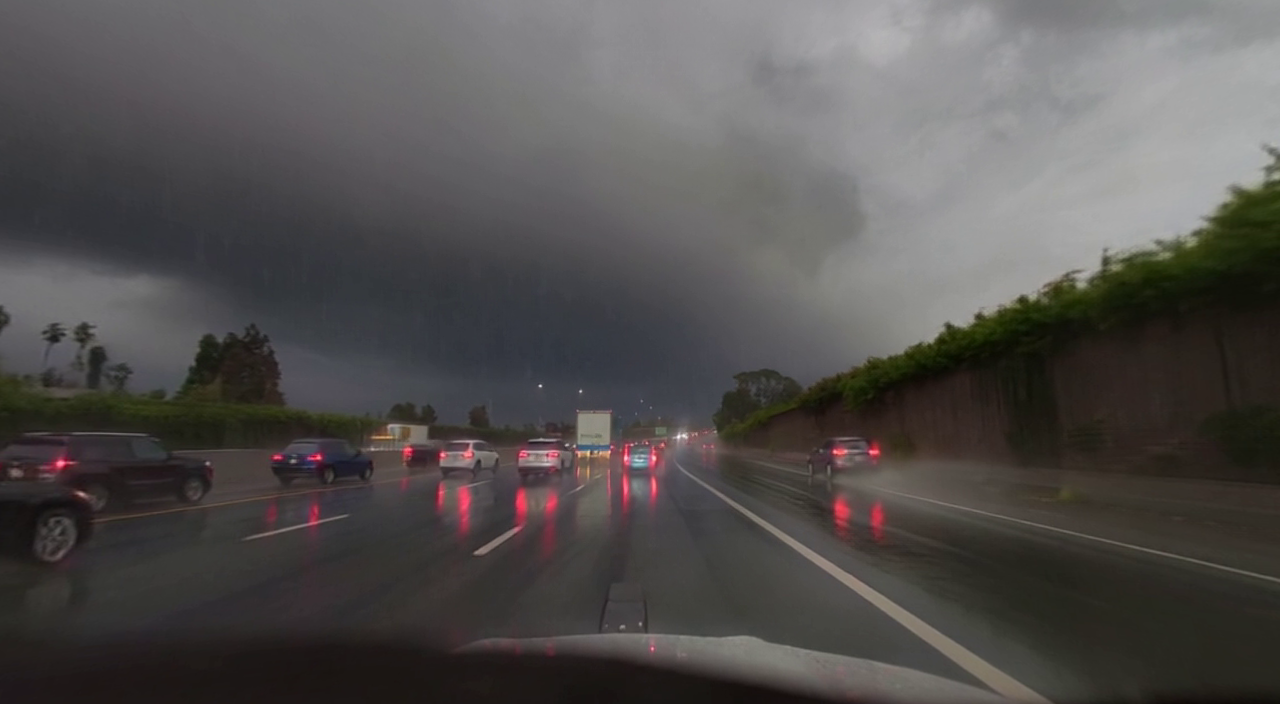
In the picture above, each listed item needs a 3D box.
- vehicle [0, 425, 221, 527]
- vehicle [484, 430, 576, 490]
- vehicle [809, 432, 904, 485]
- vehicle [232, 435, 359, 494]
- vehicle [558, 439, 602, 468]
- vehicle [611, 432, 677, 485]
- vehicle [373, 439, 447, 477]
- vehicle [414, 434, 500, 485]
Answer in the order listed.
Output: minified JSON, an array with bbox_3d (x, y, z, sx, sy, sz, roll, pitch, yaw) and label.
[{"bbox_3d":[-11.214,2.478,13.171,1.871,1.747,4.342,0,-8,0],"label":"vehicle"},{"bbox_3d":[-3.563,3.594,21.385,2.125,1.792,4.466,0,-8,2],"label":"vehicle"},{"bbox_3d":[7.729,3.838,23.038,2.026,1.718,4.522,-1,-8,3],"label":"vehicle"},{"bbox_3d":[-10.962,3.591,20.447,1.863,1.696,3.885,0,-8,1],"label":"vehicle"},{"bbox_3d":[-3.656,6.281,39.167,2.243,1.683,4.178,0,-8,1],"label":"vehicle"},{"bbox_3d":[0.153,3.824,22.868,2.180,1.716,3.920,0,-8,1],"label":"vehicle"},{"bbox_3d":[-10.812,5.008,30.005,1.894,1.669,4.251,0,-8,0],"label":"vehicle"},{"bbox_3d":[-6.938,4.093,24.379,1.998,1.770,4.222,0,-8,1],"label":"vehicle"}]
